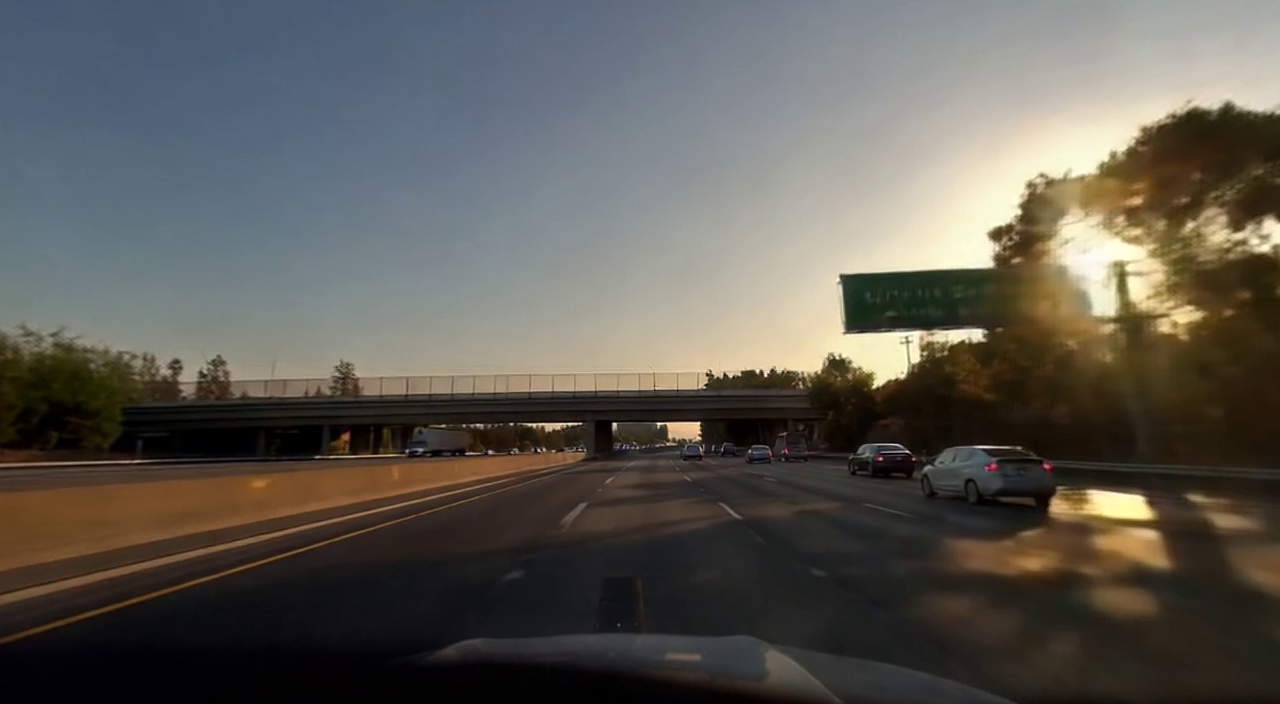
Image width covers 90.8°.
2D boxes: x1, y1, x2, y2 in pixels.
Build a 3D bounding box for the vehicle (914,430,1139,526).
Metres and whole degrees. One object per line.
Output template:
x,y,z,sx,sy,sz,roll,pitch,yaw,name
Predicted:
7.593,2.487,13.049,1.862,1.613,4.316,0,-9,0,vehicle
